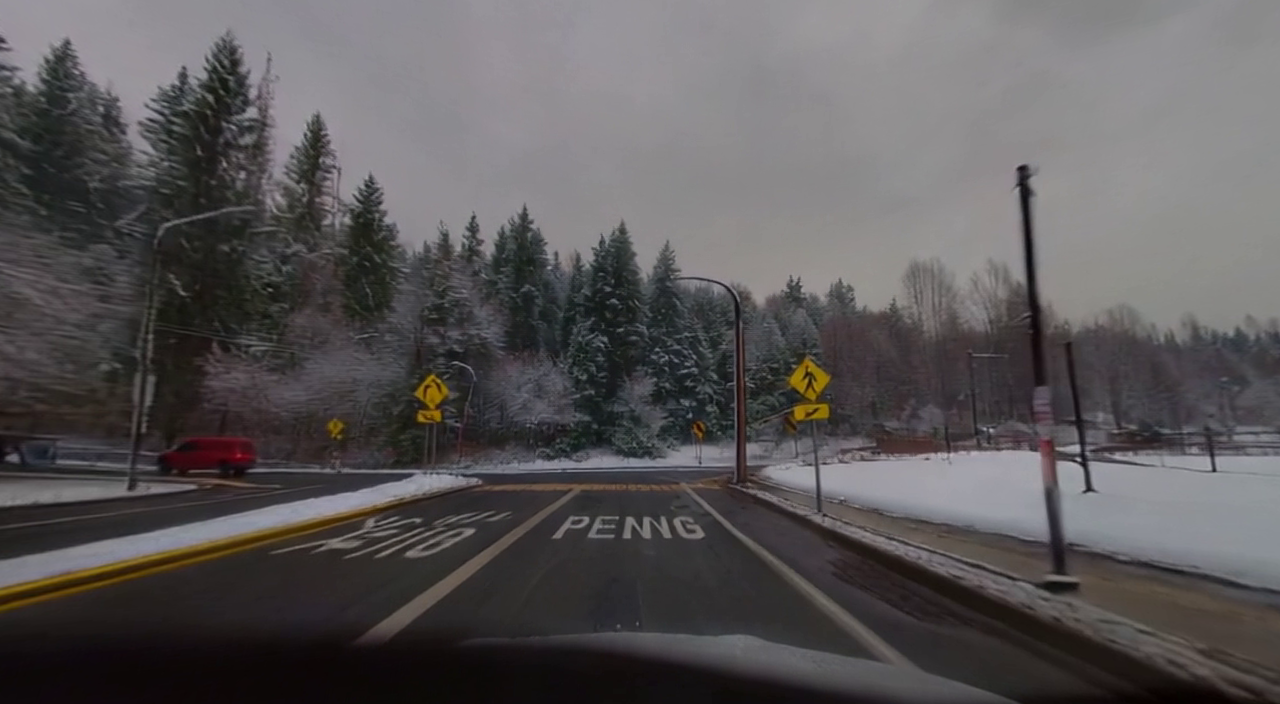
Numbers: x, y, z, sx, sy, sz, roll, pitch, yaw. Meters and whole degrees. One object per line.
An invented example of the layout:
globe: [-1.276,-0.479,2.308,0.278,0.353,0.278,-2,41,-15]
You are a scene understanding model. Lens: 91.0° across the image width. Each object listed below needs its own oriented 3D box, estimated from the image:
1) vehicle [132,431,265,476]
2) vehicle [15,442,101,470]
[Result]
vehicle: [-20.562,4.741,29.517,4.529,1.976,2.002,1,-9,-8]
vehicle: [-33.473,5.960,36.304,1.601,1.494,3.449,-1,-9,1]
